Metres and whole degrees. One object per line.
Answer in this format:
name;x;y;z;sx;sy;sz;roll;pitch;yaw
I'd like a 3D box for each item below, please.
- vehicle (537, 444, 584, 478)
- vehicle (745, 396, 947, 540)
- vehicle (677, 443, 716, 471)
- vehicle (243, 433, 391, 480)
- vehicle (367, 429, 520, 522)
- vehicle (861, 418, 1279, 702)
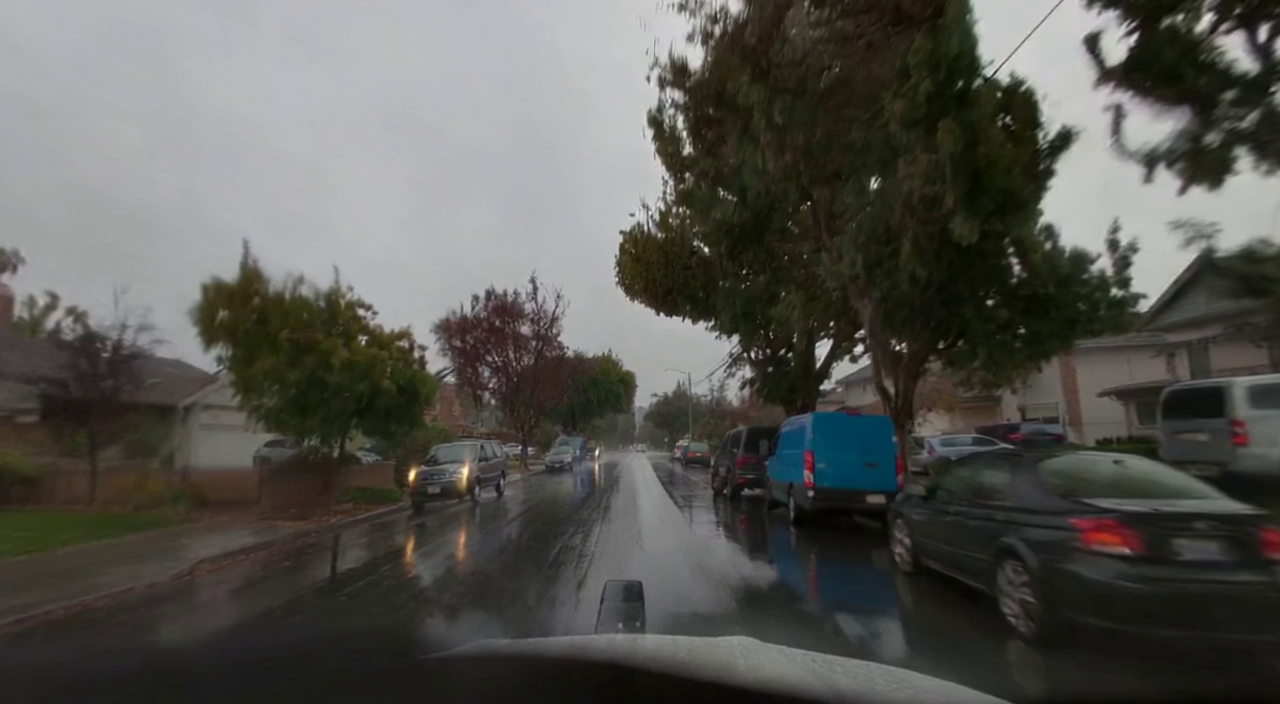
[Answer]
vehicle;-4.773;6.592;38.538;2.116;1.659;4.832;-3;-7;1
vehicle;3.522;2.122;12.024;2.144;2.166;4.766;0;-9;-1
vehicle;3.901;7.373;44.608;2.152;1.810;5.846;0;-9;0
vehicle;-12.854;4.170;25.386;4.739;1.744;2.135;0;-8;-1
vehicle;-4.878;3.112;16.855;2.364;1.968;5.671;-1;-8;-1
vehicle;3.992;1.537;6.060;1.908;1.543;5.022;0;-9;0
